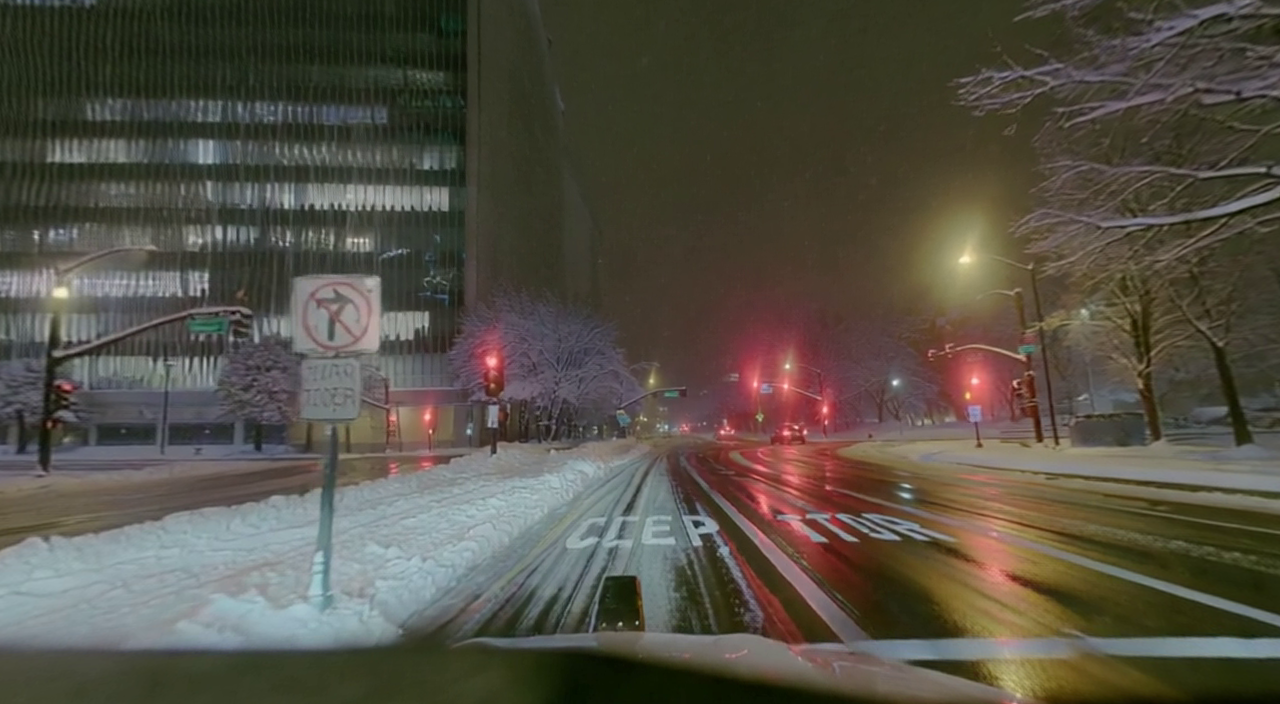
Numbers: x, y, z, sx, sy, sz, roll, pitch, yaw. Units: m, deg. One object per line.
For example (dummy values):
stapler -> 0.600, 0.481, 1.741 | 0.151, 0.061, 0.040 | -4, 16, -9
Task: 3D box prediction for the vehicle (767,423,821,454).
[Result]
vehicle -> 9.920, 5.656, 40.995 | 2.156, 1.881, 4.743 | 0, -8, -2
